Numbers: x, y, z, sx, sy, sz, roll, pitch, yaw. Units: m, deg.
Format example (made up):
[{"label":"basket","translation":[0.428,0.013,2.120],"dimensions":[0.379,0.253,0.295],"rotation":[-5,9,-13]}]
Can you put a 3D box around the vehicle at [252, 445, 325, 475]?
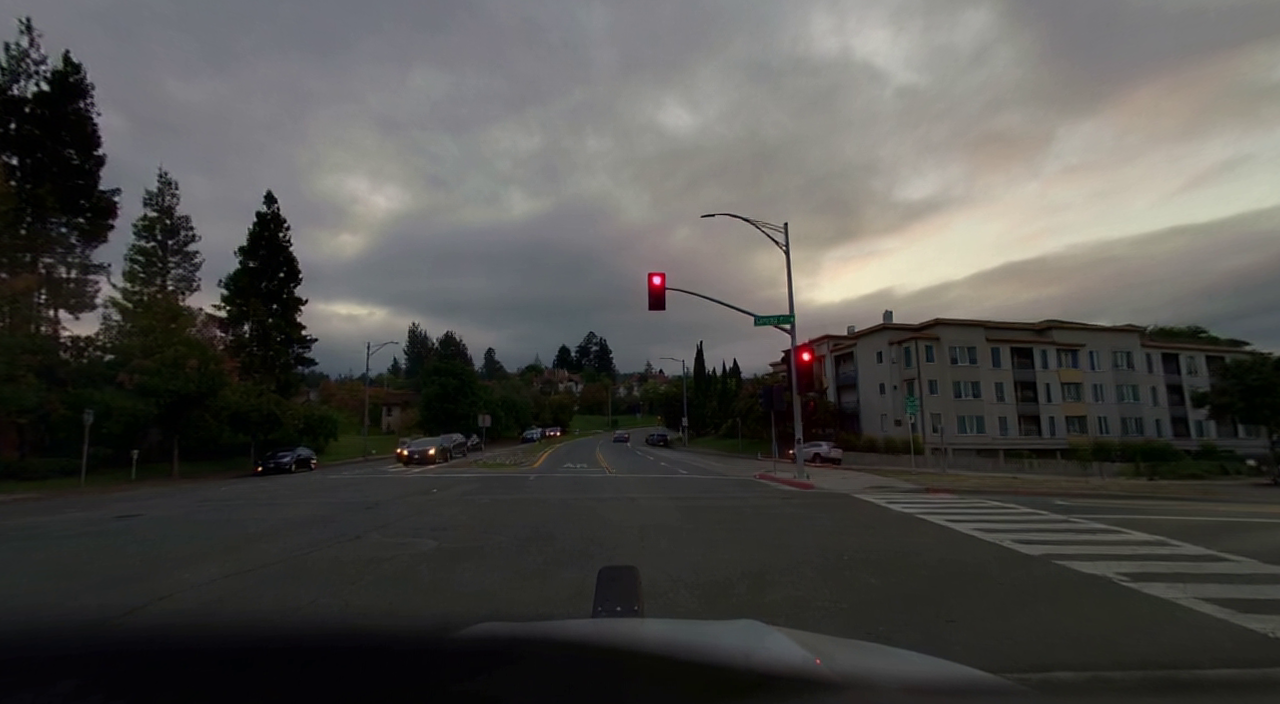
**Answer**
[{"label":"vehicle","translation":[-21.057,6.470,38.099],"dimensions":[1.981,1.628,4.336],"rotation":[0,-9,-1]}]

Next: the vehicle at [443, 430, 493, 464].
[{"label":"vehicle","translation":[-9.782,5.458,36.176],"dimensions":[1.910,1.818,4.057],"rotation":[0,-9,-3]}]

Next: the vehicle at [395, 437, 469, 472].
[{"label":"vehicle","translation":[-9.673,4.801,29.787],"dimensions":[2.116,1.521,4.294],"rotation":[0,-9,-2]}]
